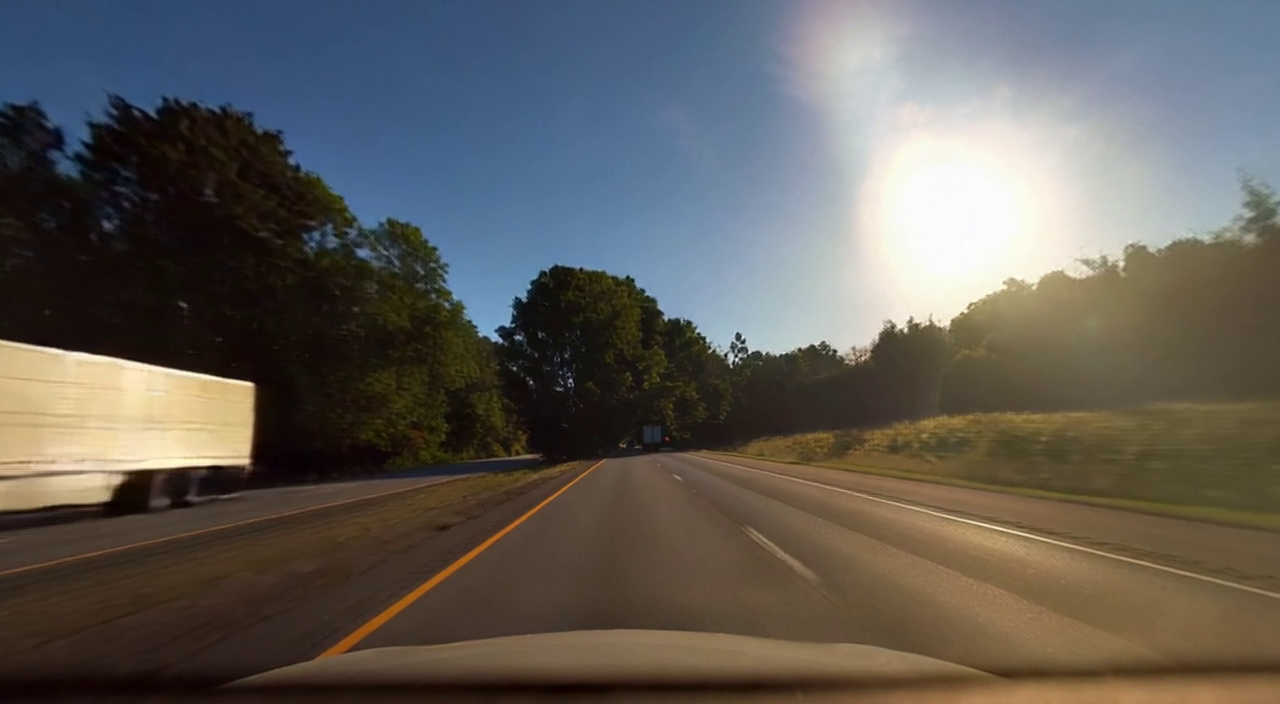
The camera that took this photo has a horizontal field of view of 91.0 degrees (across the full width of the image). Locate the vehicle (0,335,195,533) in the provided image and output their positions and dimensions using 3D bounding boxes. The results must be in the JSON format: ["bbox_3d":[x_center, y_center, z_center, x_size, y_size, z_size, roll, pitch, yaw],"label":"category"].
[{"bbox_3d":[-13.714,1.389,10.679,2.908,3.776,13.054,0,-8,0],"label":"vehicle"}]
